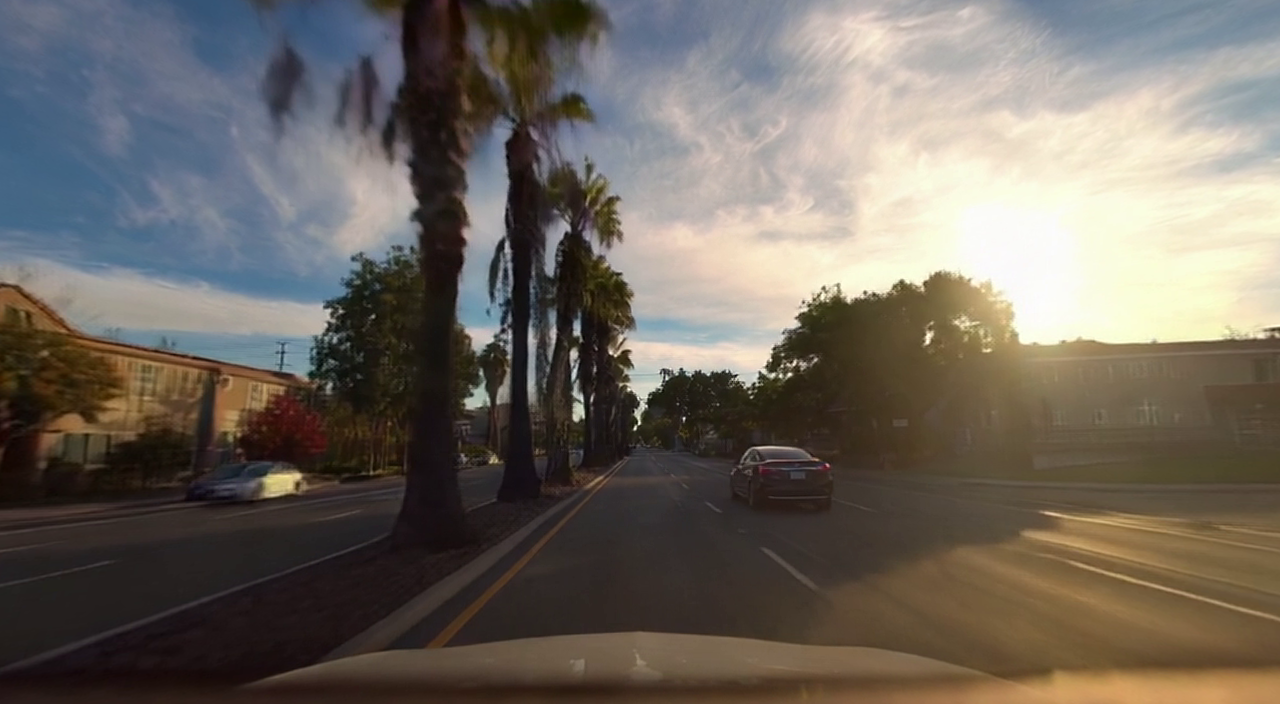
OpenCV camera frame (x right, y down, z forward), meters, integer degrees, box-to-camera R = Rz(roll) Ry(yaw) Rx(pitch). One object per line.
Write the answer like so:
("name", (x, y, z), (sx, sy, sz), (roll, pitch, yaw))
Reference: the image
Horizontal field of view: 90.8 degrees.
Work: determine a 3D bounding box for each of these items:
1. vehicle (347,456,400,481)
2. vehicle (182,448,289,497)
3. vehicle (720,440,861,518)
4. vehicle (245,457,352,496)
("vehicle", (-18.811, 8.215, 44.804), (1.811, 1.539, 4.560), (0, -9, -1))
("vehicle", (-19.112, 5.721, 30.195), (1.987, 1.998, 4.642), (-4, -10, 1))
("vehicle", (3.209, 2.819, 14.606), (1.989, 1.492, 4.689), (0, -9, -2))
("vehicle", (-14.884, 5.401, 27.874), (1.990, 1.488, 4.724), (0, -9, 1))
